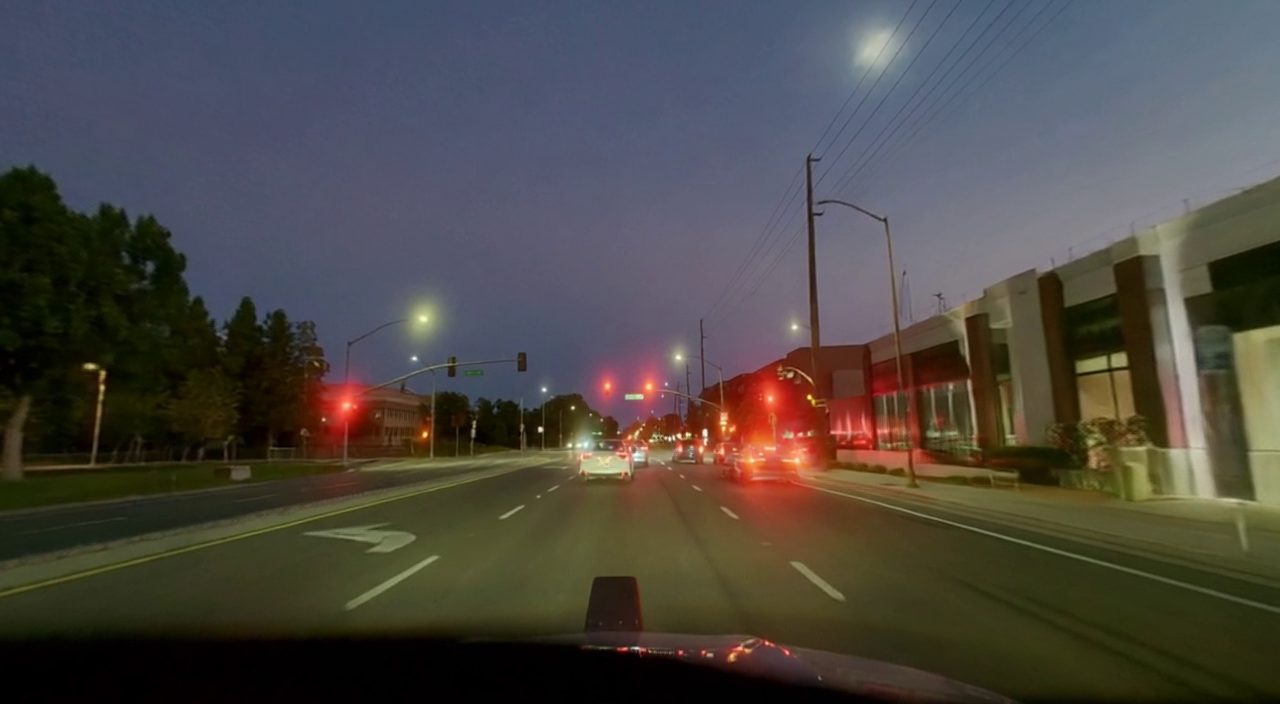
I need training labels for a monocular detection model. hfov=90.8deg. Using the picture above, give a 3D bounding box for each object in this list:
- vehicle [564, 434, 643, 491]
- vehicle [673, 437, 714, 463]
[{"bbox_3d":[-0.976,3.214,18.701,2.075,1.470,3.962,0,-9,0],"label":"vehicle"},{"bbox_3d":[3.231,6.053,38.998,1.945,1.470,4.363,0,-9,-2],"label":"vehicle"}]
